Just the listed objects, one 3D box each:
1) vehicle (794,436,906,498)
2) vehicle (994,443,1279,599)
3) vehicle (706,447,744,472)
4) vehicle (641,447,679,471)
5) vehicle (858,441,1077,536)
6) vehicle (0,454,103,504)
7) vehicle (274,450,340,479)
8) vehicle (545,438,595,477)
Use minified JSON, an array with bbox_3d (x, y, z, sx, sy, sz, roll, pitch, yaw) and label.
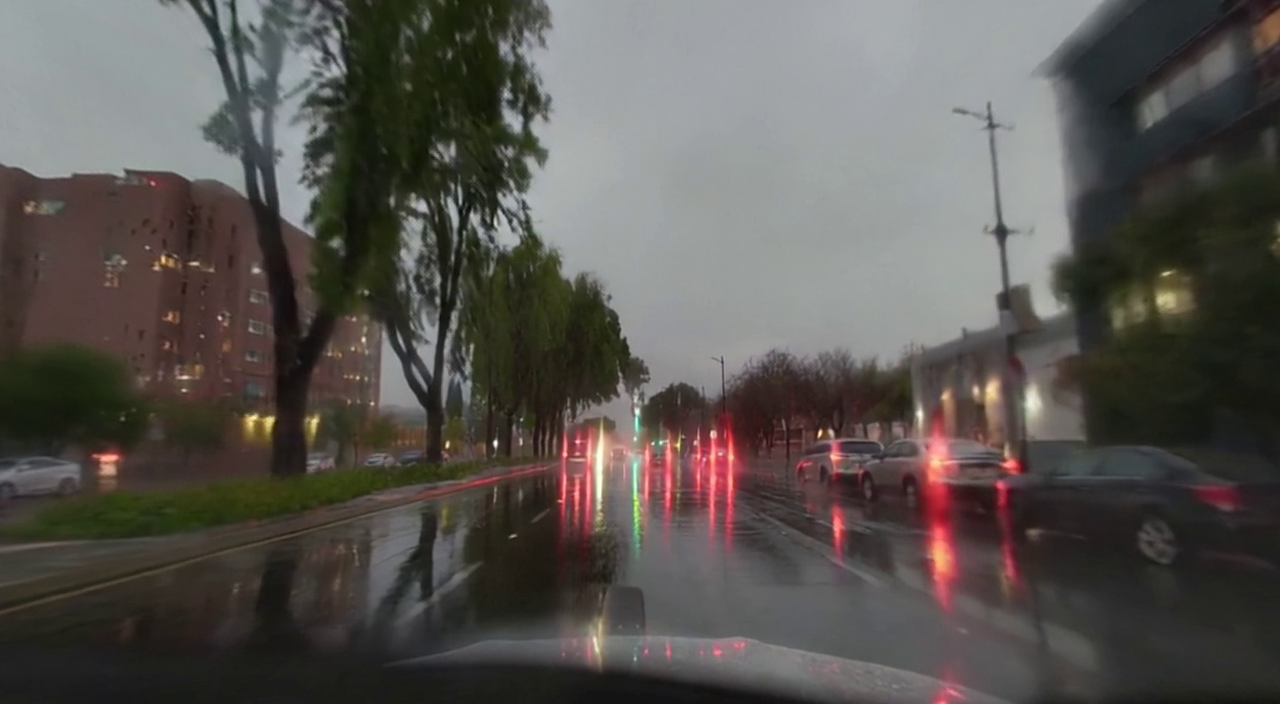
[{"bbox_3d":[6.917,3.813,21.399,2.216,1.847,4.321,0,-8,-1],"label":"vehicle"},{"bbox_3d":[7.042,1.970,8.354,2.269,1.506,4.152,0,-8,0],"label":"vehicle"},{"bbox_3d":[6.188,7.864,46.462,2.164,1.727,3.955,0,-8,-1],"label":"vehicle"},{"bbox_3d":[1.336,7.396,43.920,2.201,1.589,3.843,0,-8,-4],"label":"vehicle"},{"bbox_3d":[7.108,2.969,14.522,2.320,1.764,4.731,0,-8,-3],"label":"vehicle"},{"bbox_3d":[-21.713,4.366,21.981,1.999,1.562,4.803,0,-8,-3],"label":"vehicle"},{"bbox_3d":[-22.425,7.562,42.803,1.996,1.767,4.613,0,-8,-1],"label":"vehicle"},{"bbox_3d":[-3.819,5.839,35.205,2.223,1.957,4.845,0,-8,0],"label":"vehicle"}]
